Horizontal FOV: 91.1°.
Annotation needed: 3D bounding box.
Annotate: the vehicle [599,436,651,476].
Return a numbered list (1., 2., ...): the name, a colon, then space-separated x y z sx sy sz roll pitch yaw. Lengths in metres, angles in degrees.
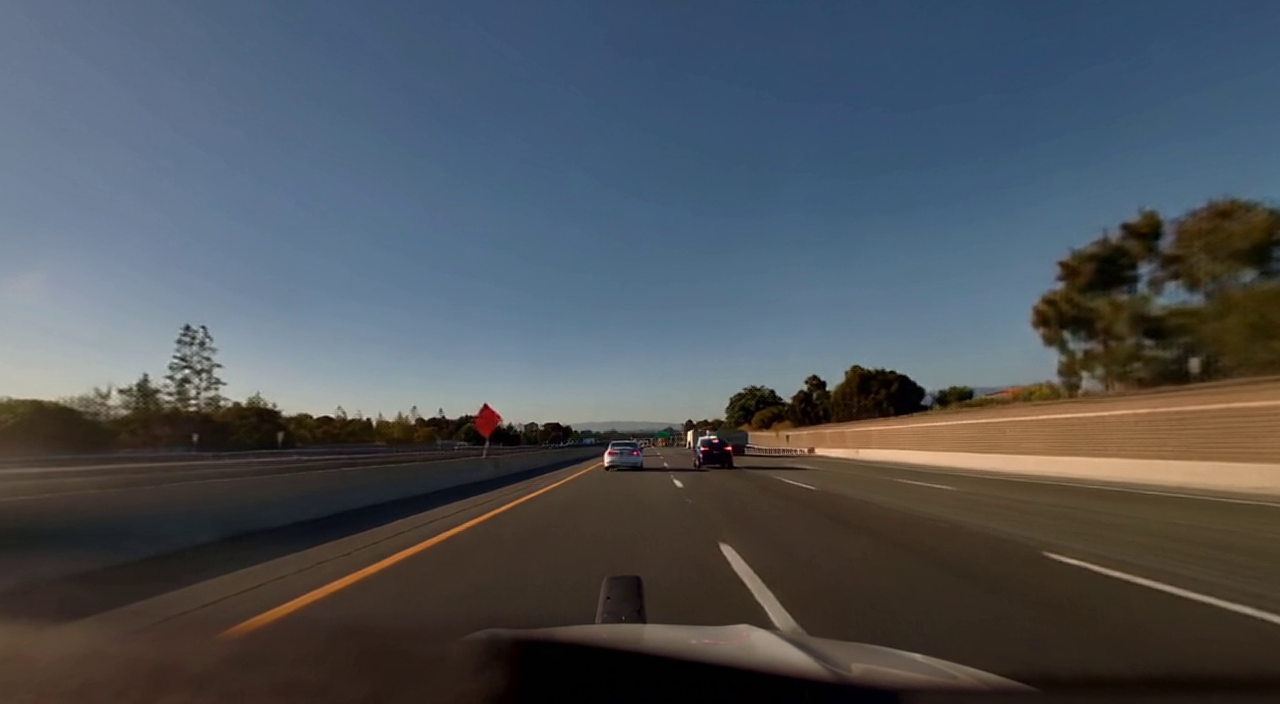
1. vehicle: -0.560 4.402 26.766 2.050 1.546 4.344 0 -8 1

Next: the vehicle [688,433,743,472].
1. vehicle: 3.468 4.716 29.727 2.063 1.698 4.355 0 -8 0
